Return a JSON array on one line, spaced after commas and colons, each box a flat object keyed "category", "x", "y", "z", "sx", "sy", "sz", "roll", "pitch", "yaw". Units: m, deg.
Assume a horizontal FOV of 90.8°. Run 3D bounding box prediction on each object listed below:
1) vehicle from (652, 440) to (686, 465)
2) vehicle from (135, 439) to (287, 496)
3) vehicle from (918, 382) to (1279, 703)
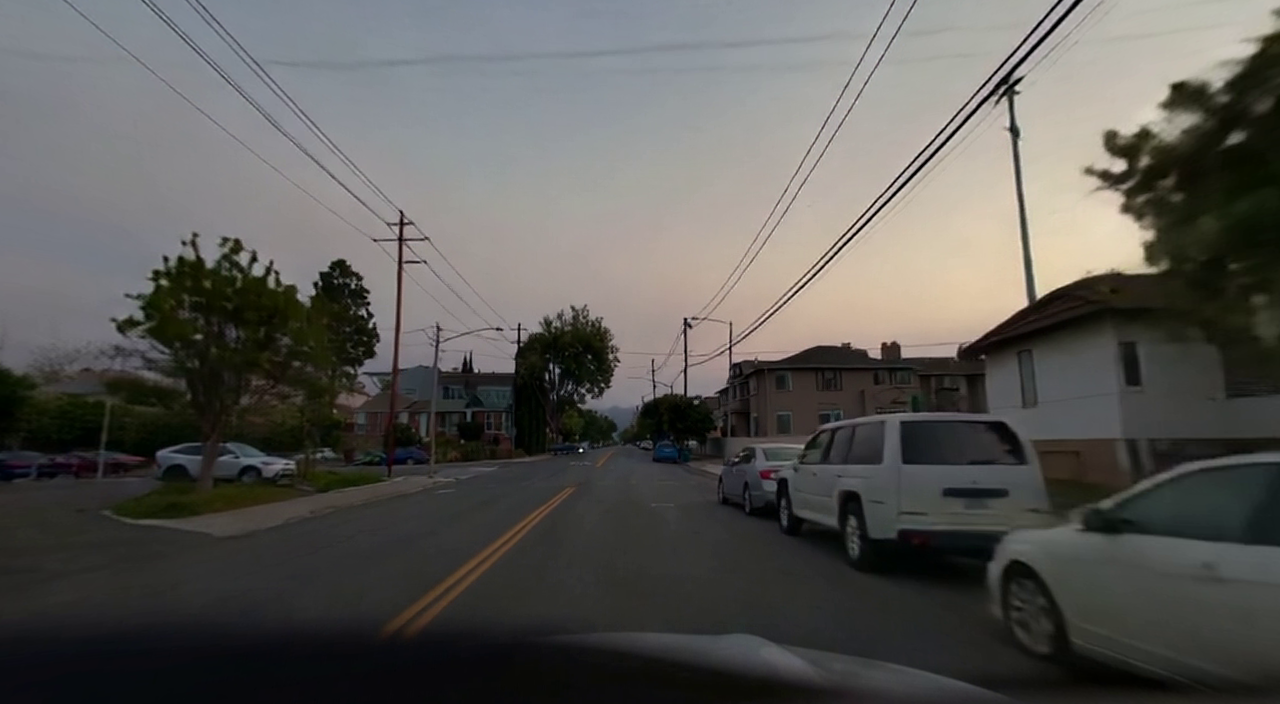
[{"category": "vehicle", "x": 1.982, "y": 7.017, "z": 44.203, "sx": 1.999, "sy": 1.604, "sz": 4.065, "roll": 0, "pitch": -9, "yaw": -3}, {"category": "vehicle", "x": -17.086, "y": 4.561, "z": 25.303, "sx": 4.822, "sy": 1.868, "sz": 2.015, "roll": 3, "pitch": -10, "yaw": -39}, {"category": "vehicle", "x": 3.326, "y": 0.923, "z": 2.627, "sx": 1.895, "sy": 1.537, "sz": 4.844, "roll": 0, "pitch": -9, "yaw": -3}]
